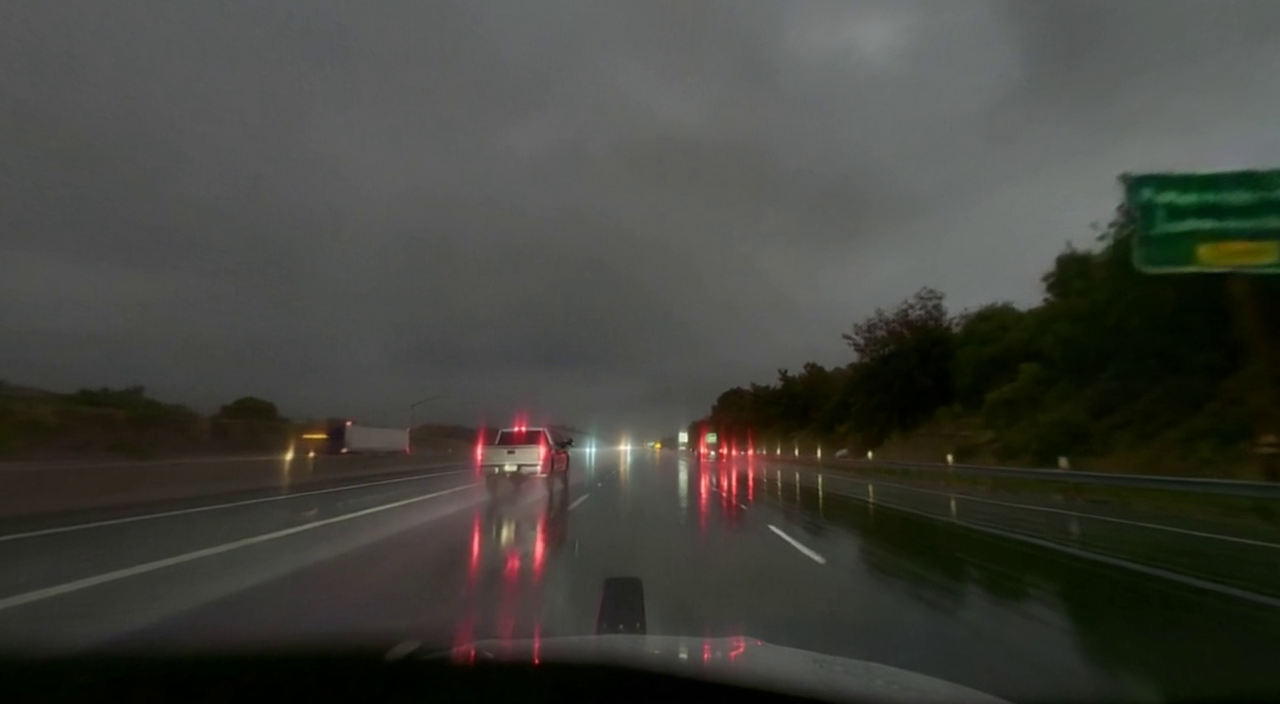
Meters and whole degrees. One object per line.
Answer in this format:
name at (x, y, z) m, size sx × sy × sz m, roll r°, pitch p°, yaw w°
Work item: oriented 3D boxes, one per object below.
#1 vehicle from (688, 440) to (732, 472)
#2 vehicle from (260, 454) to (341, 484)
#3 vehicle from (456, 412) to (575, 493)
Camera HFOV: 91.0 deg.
vehicle at (3.868, 5.830, 35.583) m, size 2.095 × 1.668 × 4.135 m, roll 0°, pitch -9°, yaw 1°
vehicle at (-20.041, 6.897, 37.424) m, size 1.921 × 1.534 × 4.767 m, roll 0°, pitch -9°, yaw 3°
vehicle at (-3.759, 3.248, 20.585) m, size 2.496 × 2.203 × 6.317 m, roll 0°, pitch -9°, yaw 1°
